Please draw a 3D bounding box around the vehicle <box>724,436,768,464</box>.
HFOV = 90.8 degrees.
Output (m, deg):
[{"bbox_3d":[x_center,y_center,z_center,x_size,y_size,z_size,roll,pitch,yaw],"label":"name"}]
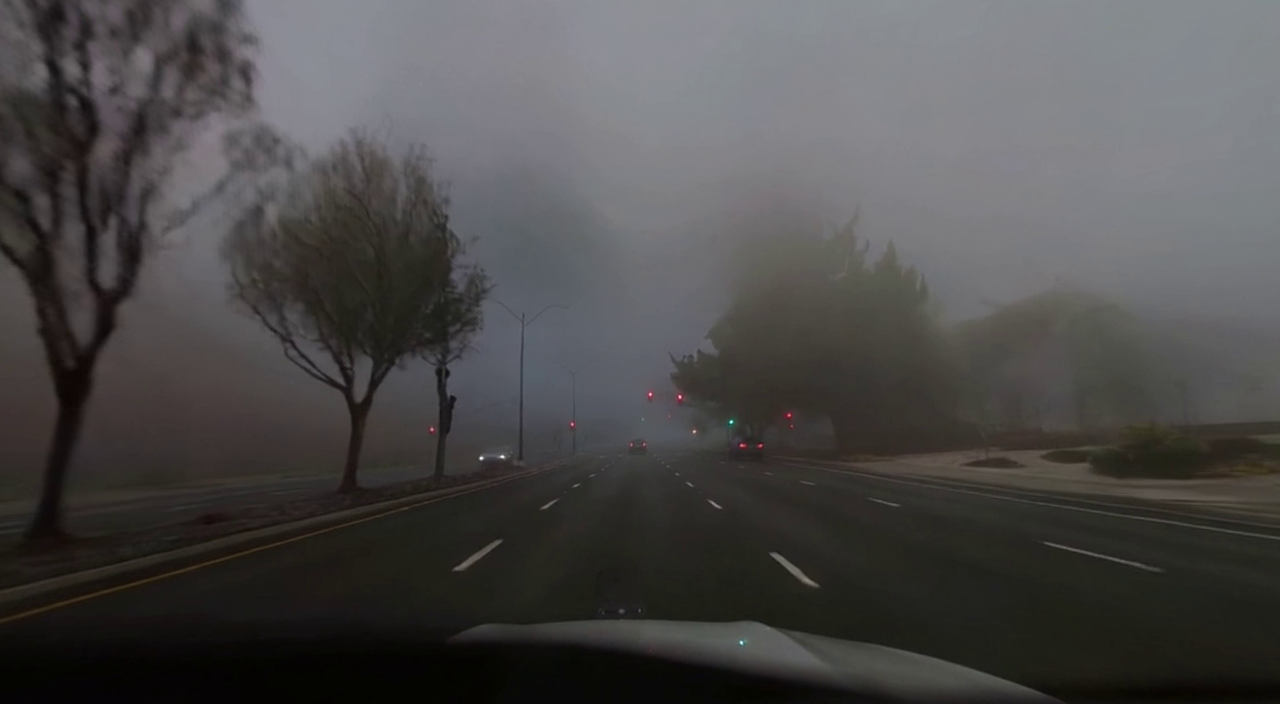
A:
[{"bbox_3d":[6.753,6.324,40.746,2.011,1.710,4.357,0,-9,-2],"label":"vehicle"}]
